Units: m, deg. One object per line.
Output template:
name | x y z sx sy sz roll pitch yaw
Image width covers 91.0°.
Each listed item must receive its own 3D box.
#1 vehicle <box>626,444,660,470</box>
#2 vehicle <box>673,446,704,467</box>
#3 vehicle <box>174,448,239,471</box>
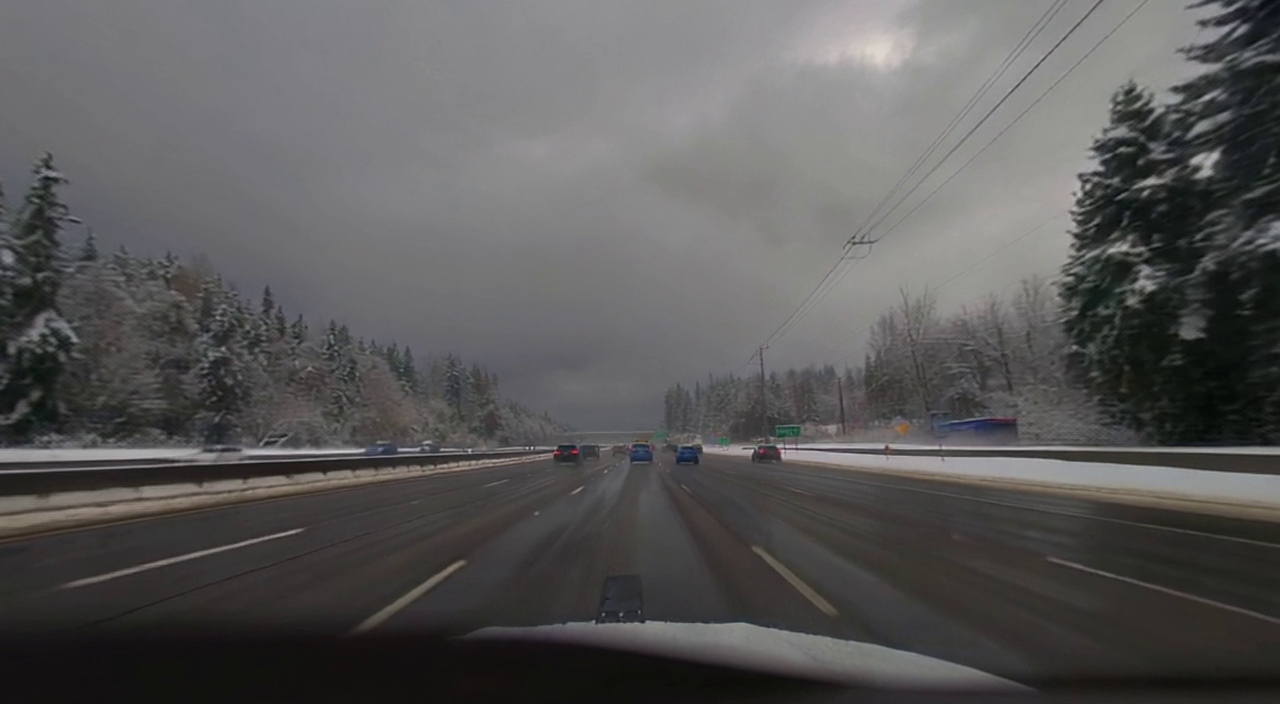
vehicle | 0.191 6.753 40.664 2.066 1.562 4.198 0 -9 0
vehicle | 3.707 8.007 48.507 2.076 1.506 4.050 0 -9 0
vehicle | -28.994 7.204 42.254 1.612 1.440 3.712 0 -9 2
